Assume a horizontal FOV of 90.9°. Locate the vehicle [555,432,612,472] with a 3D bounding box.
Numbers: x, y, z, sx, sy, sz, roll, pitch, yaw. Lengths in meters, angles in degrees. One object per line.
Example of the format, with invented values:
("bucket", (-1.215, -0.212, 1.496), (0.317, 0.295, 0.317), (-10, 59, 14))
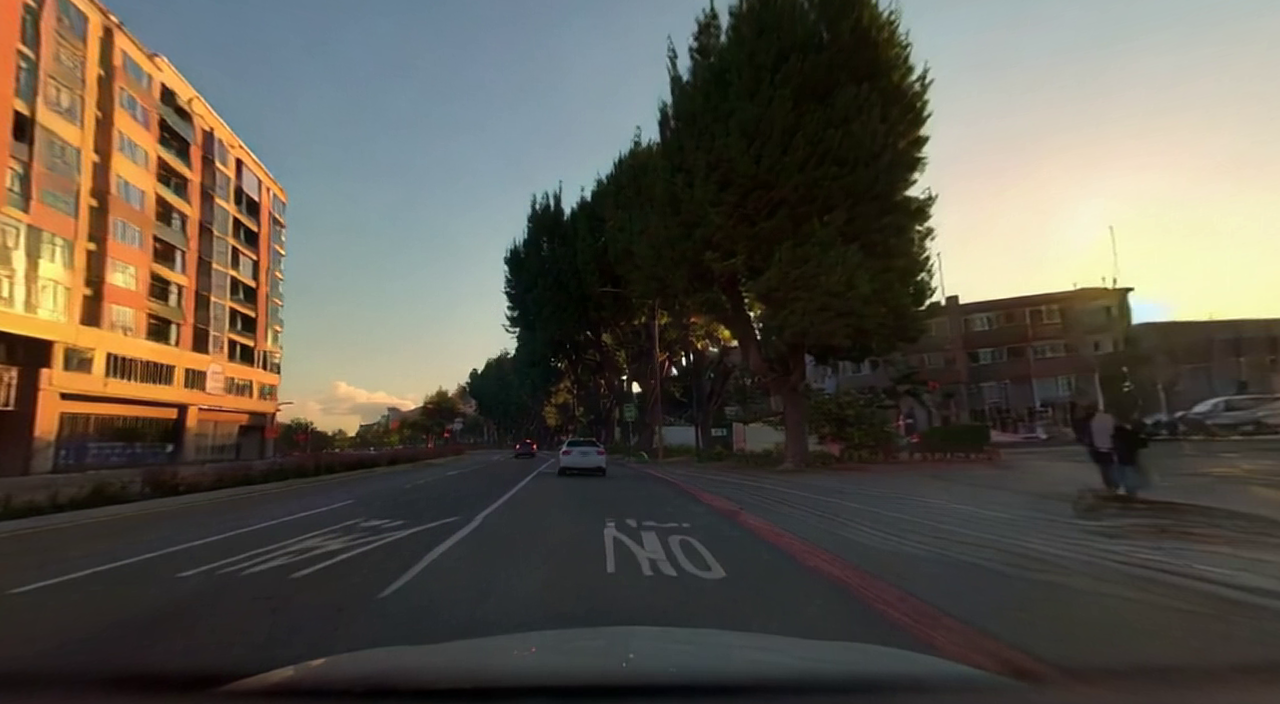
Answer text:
("vehicle", (-2.525, 4.258, 27.211), (2.231, 1.572, 4.227), (1, -8, -8))
